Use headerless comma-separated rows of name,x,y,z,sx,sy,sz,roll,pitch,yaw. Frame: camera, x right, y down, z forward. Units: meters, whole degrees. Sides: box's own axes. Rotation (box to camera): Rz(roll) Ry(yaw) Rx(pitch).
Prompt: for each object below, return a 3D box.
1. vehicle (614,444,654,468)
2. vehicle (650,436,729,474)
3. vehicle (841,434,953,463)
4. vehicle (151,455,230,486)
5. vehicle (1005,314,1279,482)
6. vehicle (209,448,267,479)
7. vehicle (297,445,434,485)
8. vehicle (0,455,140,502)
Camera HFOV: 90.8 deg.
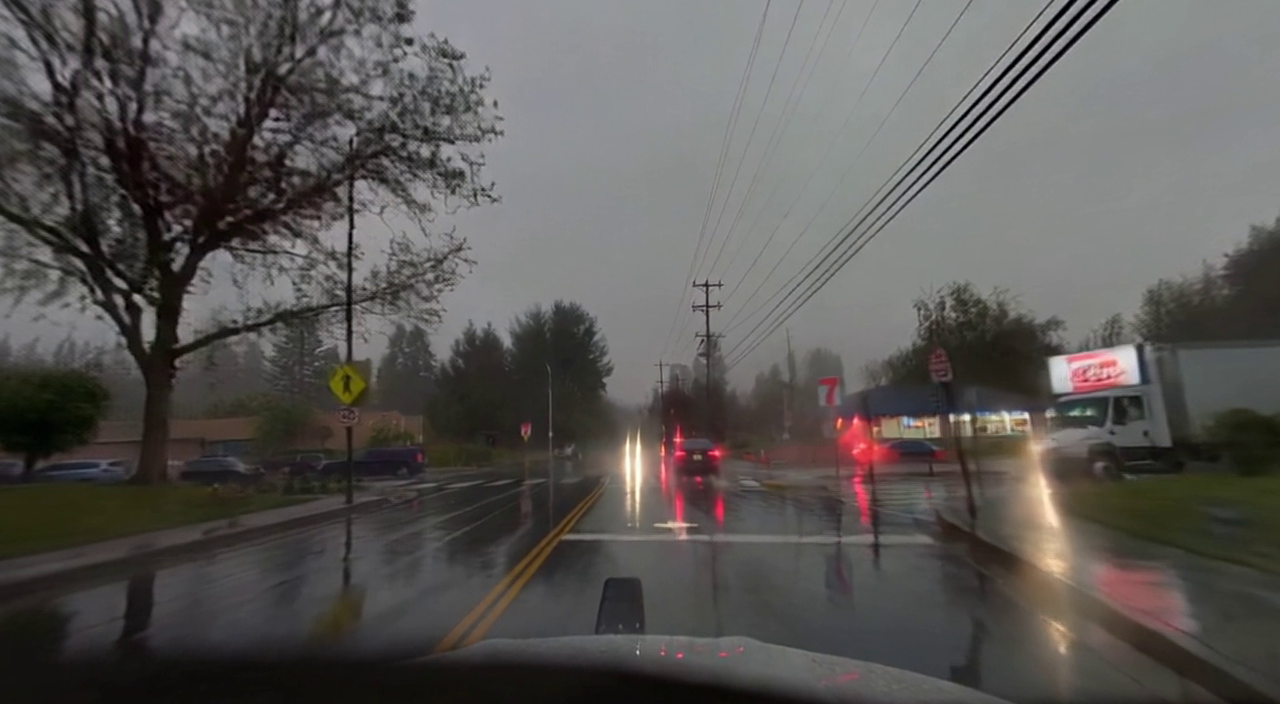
vehicle,-0.439,6.686,40.809,1.874,1.427,3.976,2,-9,-12
vehicle,2.554,5.553,34.455,2.553,1.868,5.536,2,-9,-15
vehicle,13.076,4.942,32.364,4.872,1.400,1.955,-1,-8,2
vehicle,-29.201,7.696,41.236,2.085,1.763,4.658,1,-8,-6
vehicle,15.084,1.263,15.976,9.897,3.821,2.789,1,-8,-1
vehicle,-30.289,8.405,47.761,2.087,2.103,4.490,0,-9,-10
vehicle,-13.791,5.689,32.104,5.866,1.904,2.197,1,-9,-6
vehicle,-25.663,5.438,27.313,5.763,1.855,2.340,2,-8,-8
